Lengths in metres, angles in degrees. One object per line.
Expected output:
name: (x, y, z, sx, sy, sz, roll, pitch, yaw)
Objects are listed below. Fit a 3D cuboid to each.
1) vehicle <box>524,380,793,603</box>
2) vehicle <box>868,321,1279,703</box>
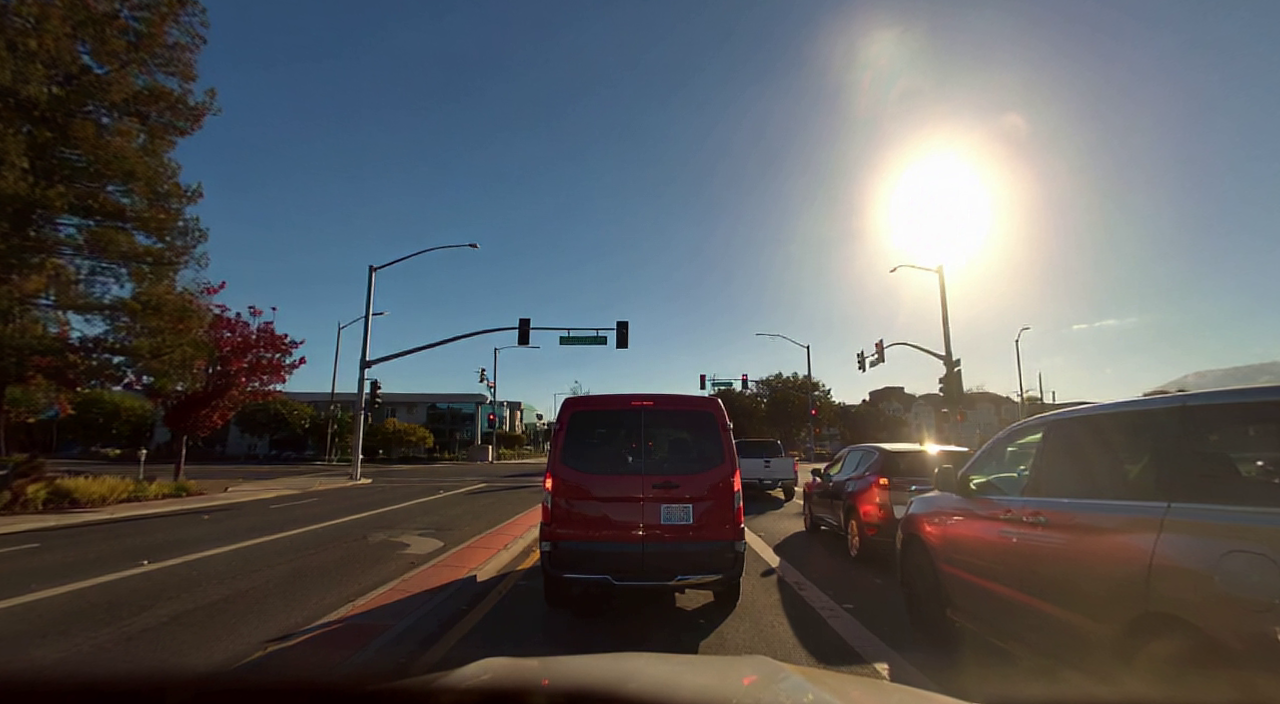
vehicle: (0.168, 1.464, 7.428, 2.185, 1.822, 4.391, 0, -8, 1)
vehicle: (2.901, 0.946, 3.180, 1.971, 1.663, 4.287, 0, -8, 2)
